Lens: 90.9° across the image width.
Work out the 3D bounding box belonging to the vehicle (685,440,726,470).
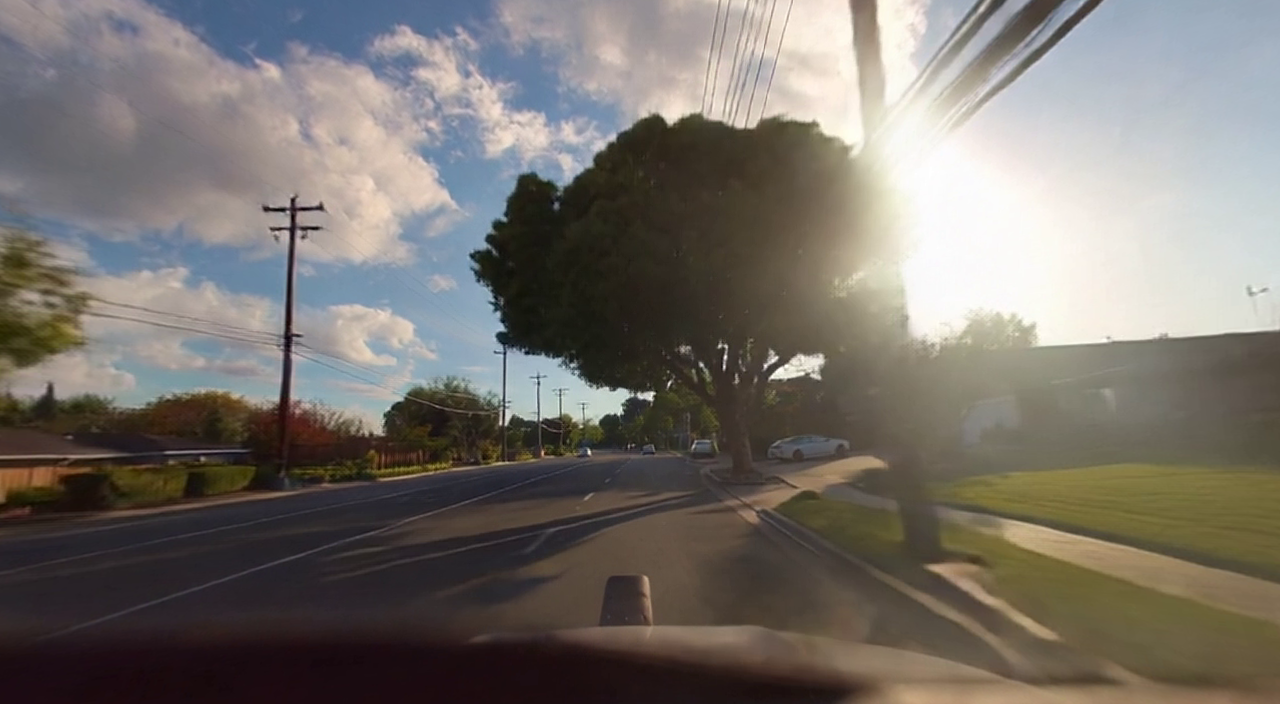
[{"bbox_3d":[4.397,7.004,43.008,2.228,1.885,4.854,0,-8,0],"label":"vehicle"}]

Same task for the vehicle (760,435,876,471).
[{"bbox_3d":[8.040,4.586,28.793,4.719,1.556,1.869,0,-9,0],"label":"vehicle"}]
